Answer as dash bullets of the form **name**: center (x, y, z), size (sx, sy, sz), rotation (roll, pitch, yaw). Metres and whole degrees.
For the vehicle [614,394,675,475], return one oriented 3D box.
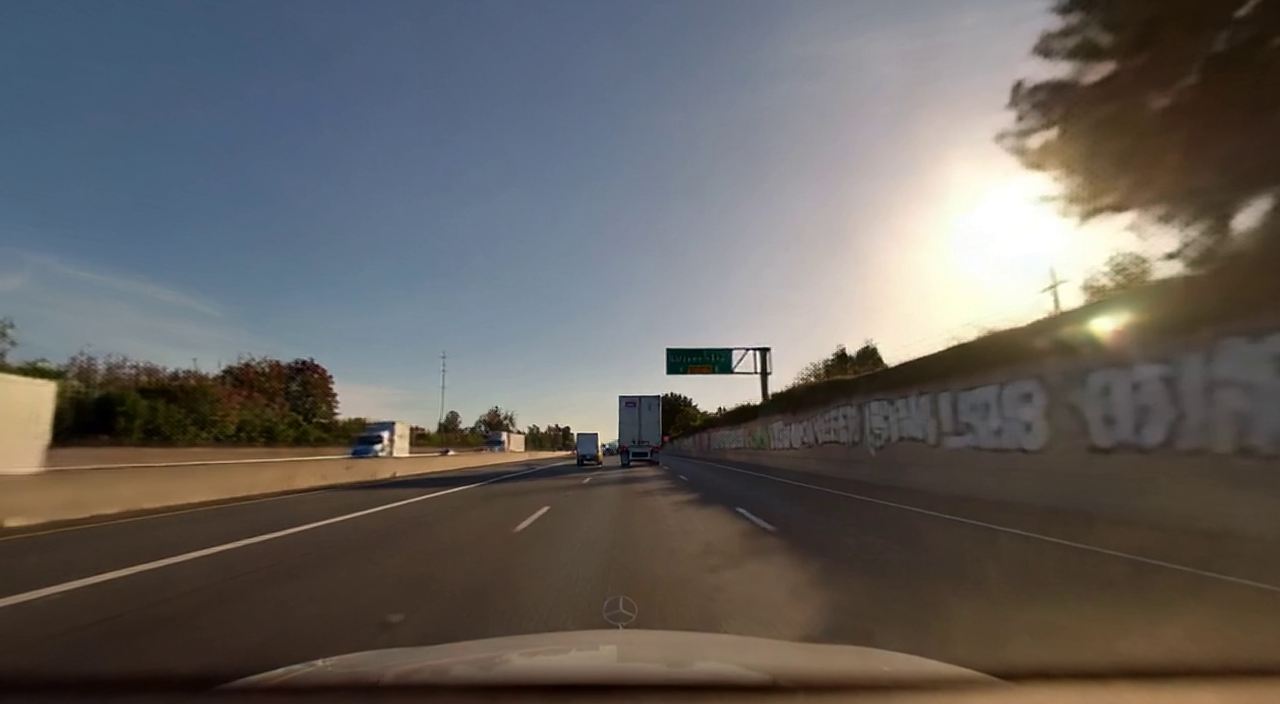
- **vehicle**: center (0.138, 4.943, 36.810), size (3.042, 4.023, 10.832), rotation (0, -9, -1)

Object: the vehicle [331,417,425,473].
- **vehicle**: center (-19.180, 6.965, 46.728), size (2.929, 3.679, 9.326), rotation (0, -9, 0)

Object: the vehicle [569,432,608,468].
- **vehicle**: center (-3.564, 6.946, 44.614), size (2.278, 2.369, 5.249), rotation (0, -9, 1)
